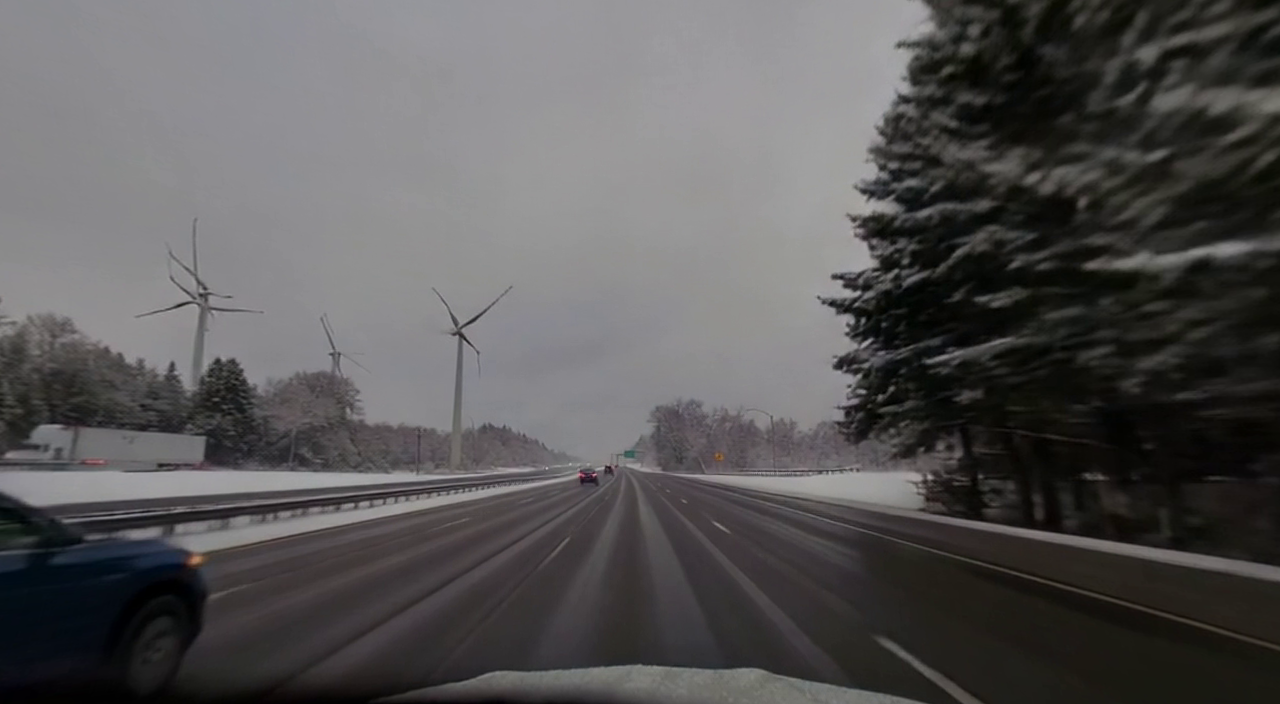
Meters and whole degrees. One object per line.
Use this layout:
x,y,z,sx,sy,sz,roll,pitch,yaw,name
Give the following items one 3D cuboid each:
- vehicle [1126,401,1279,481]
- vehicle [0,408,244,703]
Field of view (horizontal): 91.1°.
35.079,5.120,35.747,11.082,4.307,2.970,-9,-14,43,vehicle
-3.446,0.824,1.713,2.001,1.486,4.104,1,-10,0,vehicle
